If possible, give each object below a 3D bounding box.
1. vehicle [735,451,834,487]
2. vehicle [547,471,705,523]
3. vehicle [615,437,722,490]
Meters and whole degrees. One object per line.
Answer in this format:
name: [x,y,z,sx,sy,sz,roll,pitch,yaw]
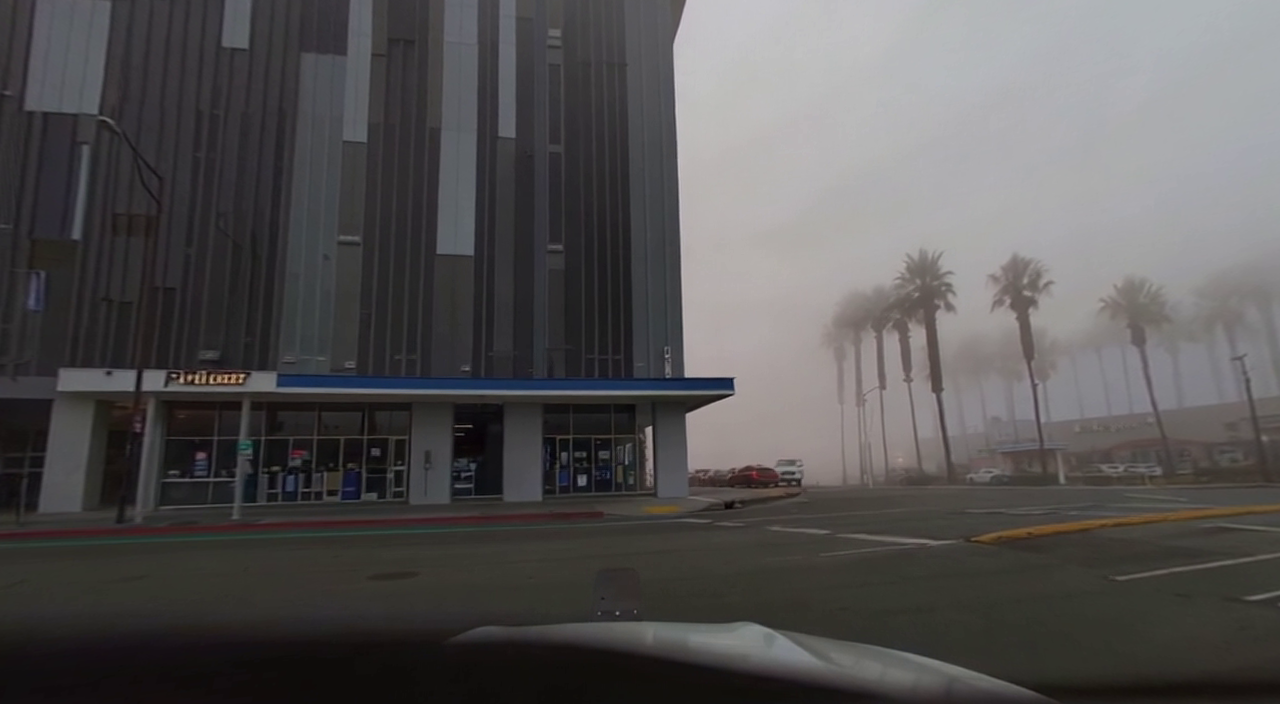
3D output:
vehicle: [10.646,8.553,46.418,7.026,2.329,2.545,5,-7,-25]
vehicle: [-0.403,4.609,20.380,4.782,1.371,1.763,4,-10,-27]
vehicle: [1.640,6.351,35.908,5.524,2.504,2.196,8,-8,-22]
